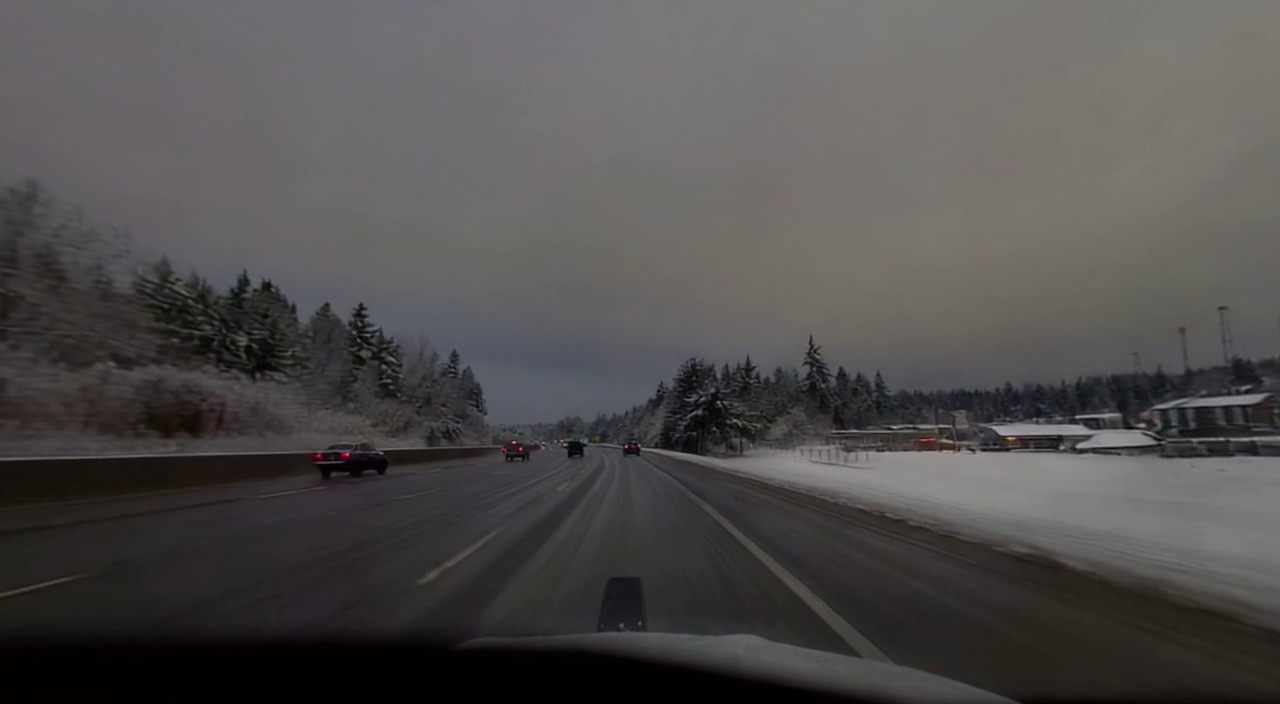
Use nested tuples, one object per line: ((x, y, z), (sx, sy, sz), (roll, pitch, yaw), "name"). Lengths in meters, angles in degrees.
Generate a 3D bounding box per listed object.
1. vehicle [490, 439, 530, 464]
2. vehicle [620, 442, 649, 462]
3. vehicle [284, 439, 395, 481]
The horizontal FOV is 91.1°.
((-9.099, 7.020, 44.386), (2.015, 1.651, 4.432), (0, -8, -2), "vehicle")
((-0.470, 7.610, 48.026), (2.060, 1.465, 3.974), (0, -8, -3), "vehicle")
((-11.778, 4.245, 25.029), (2.056, 1.489, 4.852), (0, -8, -1), "vehicle")
